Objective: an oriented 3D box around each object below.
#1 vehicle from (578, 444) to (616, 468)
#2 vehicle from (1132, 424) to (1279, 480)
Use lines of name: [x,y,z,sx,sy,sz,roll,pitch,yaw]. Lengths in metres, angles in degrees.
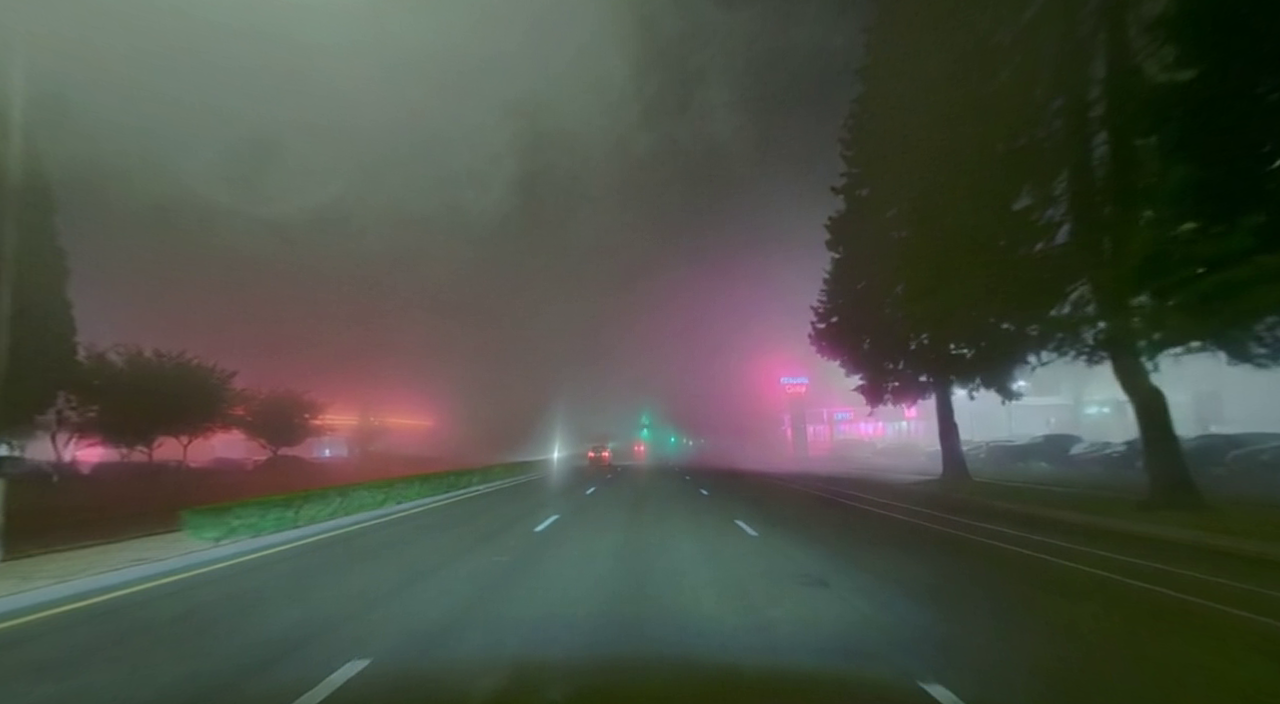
vehicle: [-2.669,6.631,40.440,2.082,1.460,4.442,0,-8,1]
vehicle: [18.018,3.051,19.486,4.018,1.404,1.856,-3,-7,-1]
